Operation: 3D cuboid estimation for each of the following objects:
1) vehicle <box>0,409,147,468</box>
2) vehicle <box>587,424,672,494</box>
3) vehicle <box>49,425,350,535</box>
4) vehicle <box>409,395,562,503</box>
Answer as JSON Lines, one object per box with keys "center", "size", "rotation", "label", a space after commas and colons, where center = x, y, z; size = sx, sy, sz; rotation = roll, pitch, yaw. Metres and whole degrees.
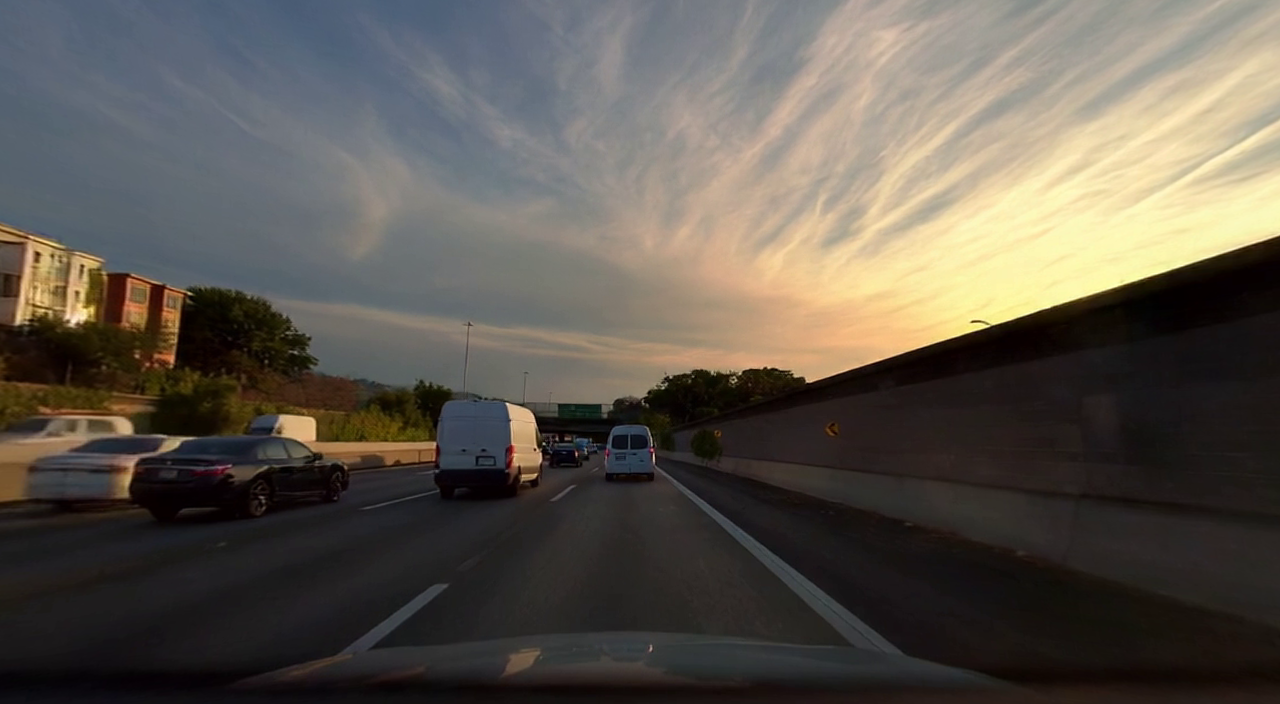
{"center": [-15.938, 2.427, 17.517], "size": [1.587, 1.464, 3.566], "rotation": [0, -9, -2], "label": "vehicle"}
{"center": [-0.256, 3.100, 18.532], "size": [2.207, 1.807, 4.199], "rotation": [0, -9, 1], "label": "vehicle"}
{"center": [-7.125, 2.109, 10.998], "size": [1.959, 1.493, 4.575], "rotation": [0, -9, 0], "label": "vehicle"}
{"center": [-3.645, 2.511, 16.394], "size": [2.504, 2.276, 5.933], "rotation": [0, -9, 0], "label": "vehicle"}
